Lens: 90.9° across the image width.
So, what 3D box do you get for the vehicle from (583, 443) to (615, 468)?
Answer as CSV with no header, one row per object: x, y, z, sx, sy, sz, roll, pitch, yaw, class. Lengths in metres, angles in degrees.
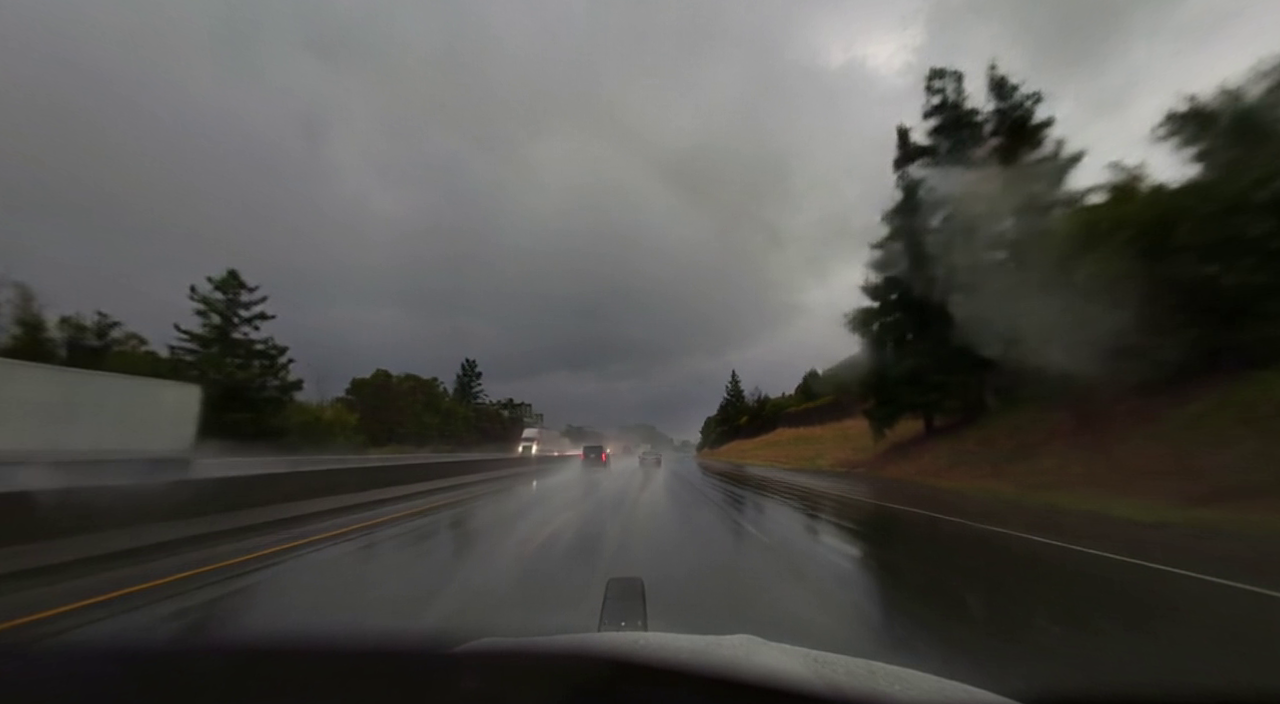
-3.095,7.939,48.424,2.143,1.770,4.283,0,-9,1,vehicle

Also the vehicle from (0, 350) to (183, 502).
-18.888,1.923,16.560,2.878,4.108,14.364,0,-9,1,vehicle

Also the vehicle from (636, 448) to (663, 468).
0.705,8.247,49.183,2.036,1.519,4.225,0,-9,1,vehicle
